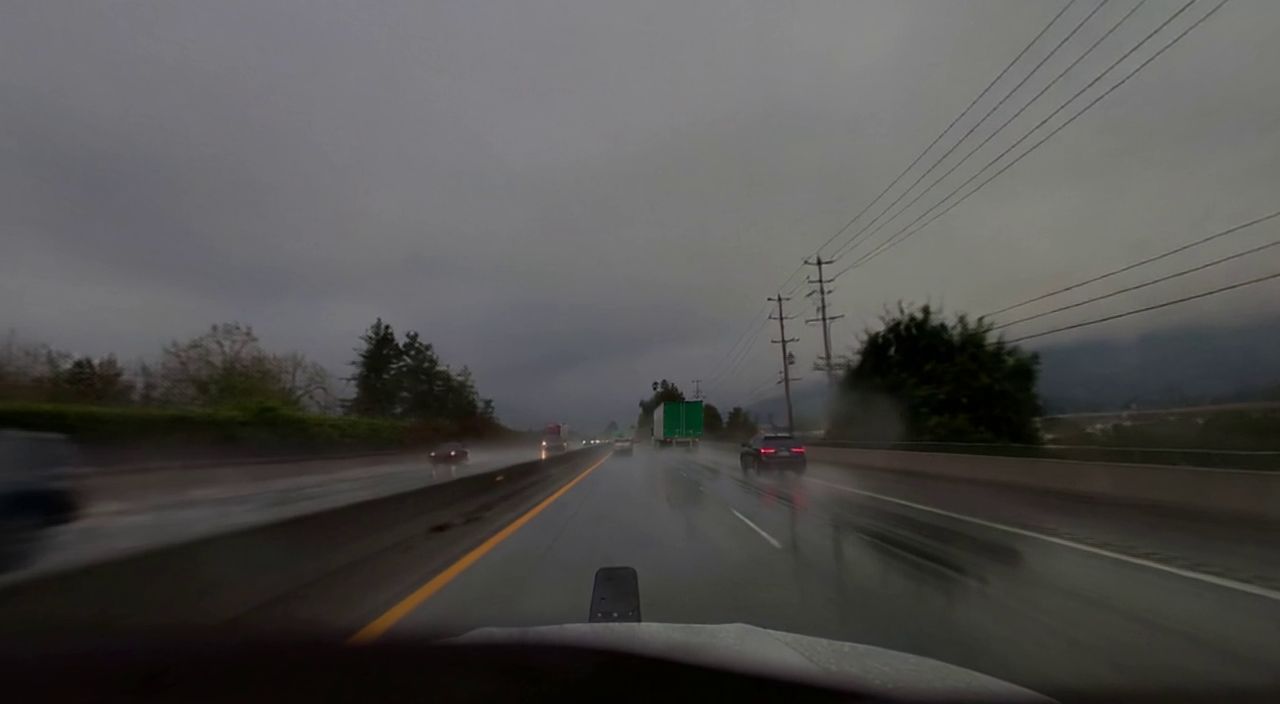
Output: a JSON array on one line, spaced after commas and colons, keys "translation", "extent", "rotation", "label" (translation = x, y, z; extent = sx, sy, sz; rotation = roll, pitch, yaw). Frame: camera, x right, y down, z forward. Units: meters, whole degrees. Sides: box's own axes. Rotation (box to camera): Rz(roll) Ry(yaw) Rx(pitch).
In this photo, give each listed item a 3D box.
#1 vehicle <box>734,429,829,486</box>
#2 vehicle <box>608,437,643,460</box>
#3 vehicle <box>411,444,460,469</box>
[{"translation": [4.259, 3.202, 19.597], "extent": [1.930, 1.573, 3.853], "rotation": [0, -8, -2], "label": "vehicle"}, {"translation": [-0.960, 6.325, 41.612], "extent": [2.163, 1.466, 3.693], "rotation": [0, -8, -1], "label": "vehicle"}, {"translation": [-13.673, 6.964, 42.417], "extent": [1.837, 1.523, 4.377], "rotation": [0, -8, -1], "label": "vehicle"}]
